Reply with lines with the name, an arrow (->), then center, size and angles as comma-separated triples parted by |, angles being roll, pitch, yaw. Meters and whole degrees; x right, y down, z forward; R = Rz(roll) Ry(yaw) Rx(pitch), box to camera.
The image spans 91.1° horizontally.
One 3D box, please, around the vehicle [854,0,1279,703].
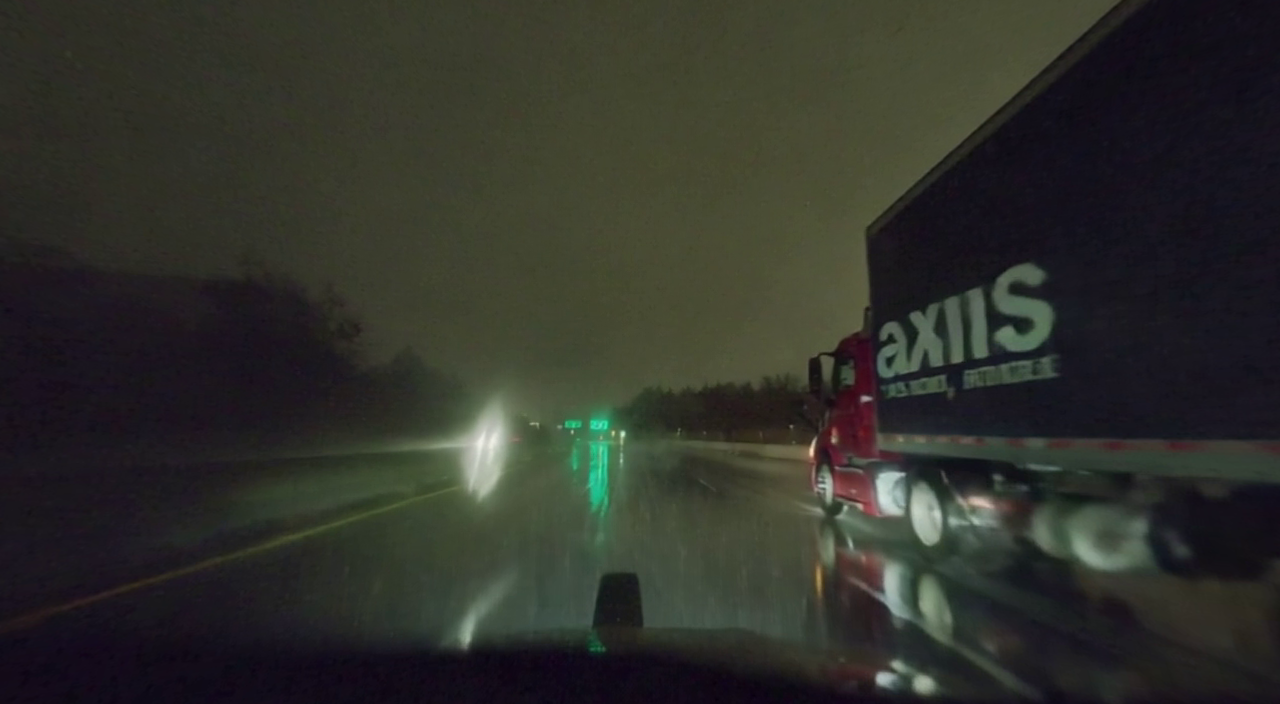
vehicle -> 4.556, -0.266, 3.251 | 3.162, 3.950, 10.161 | 0, -8, -1
